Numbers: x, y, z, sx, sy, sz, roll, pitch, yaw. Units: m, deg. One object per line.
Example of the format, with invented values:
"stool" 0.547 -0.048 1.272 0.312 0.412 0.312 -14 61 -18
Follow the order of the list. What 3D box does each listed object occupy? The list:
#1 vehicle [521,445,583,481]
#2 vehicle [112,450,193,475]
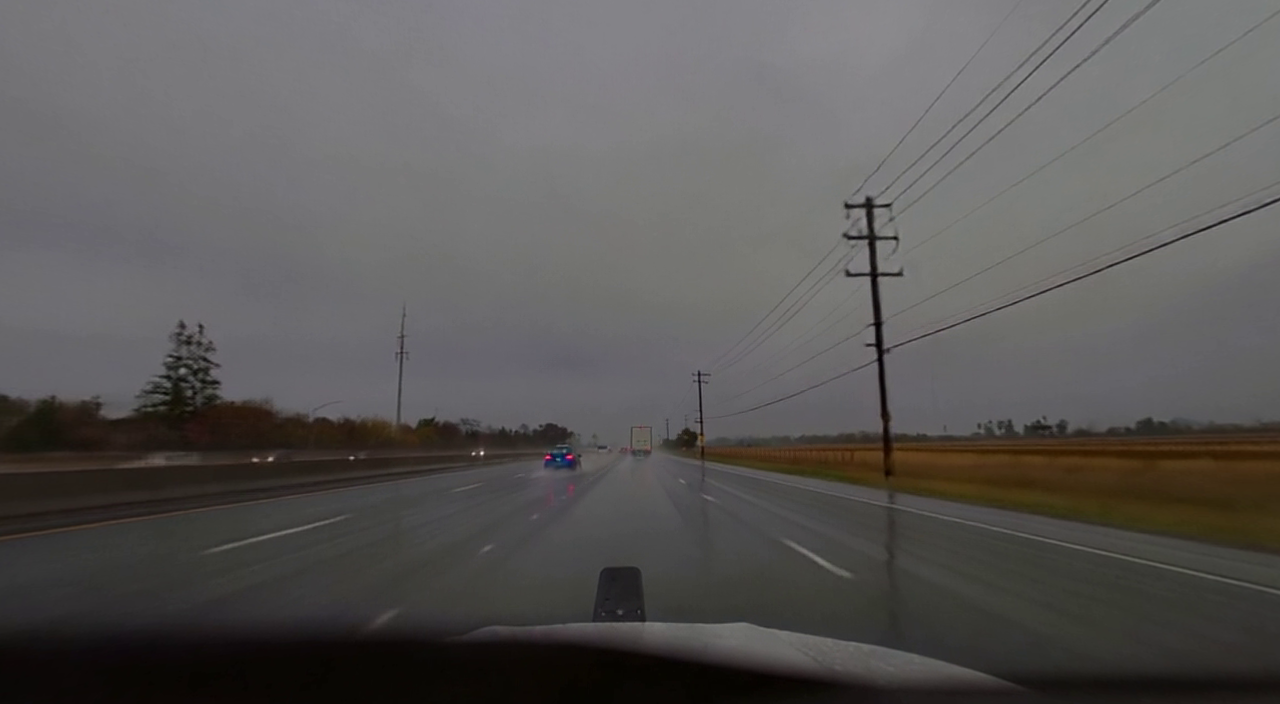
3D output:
"vehicle" -3.904 4.992 28.609 2.104 1.501 4.459 0 -9 1
"vehicle" -36.071 8.158 46.800 1.982 1.779 4.941 0 -9 1
